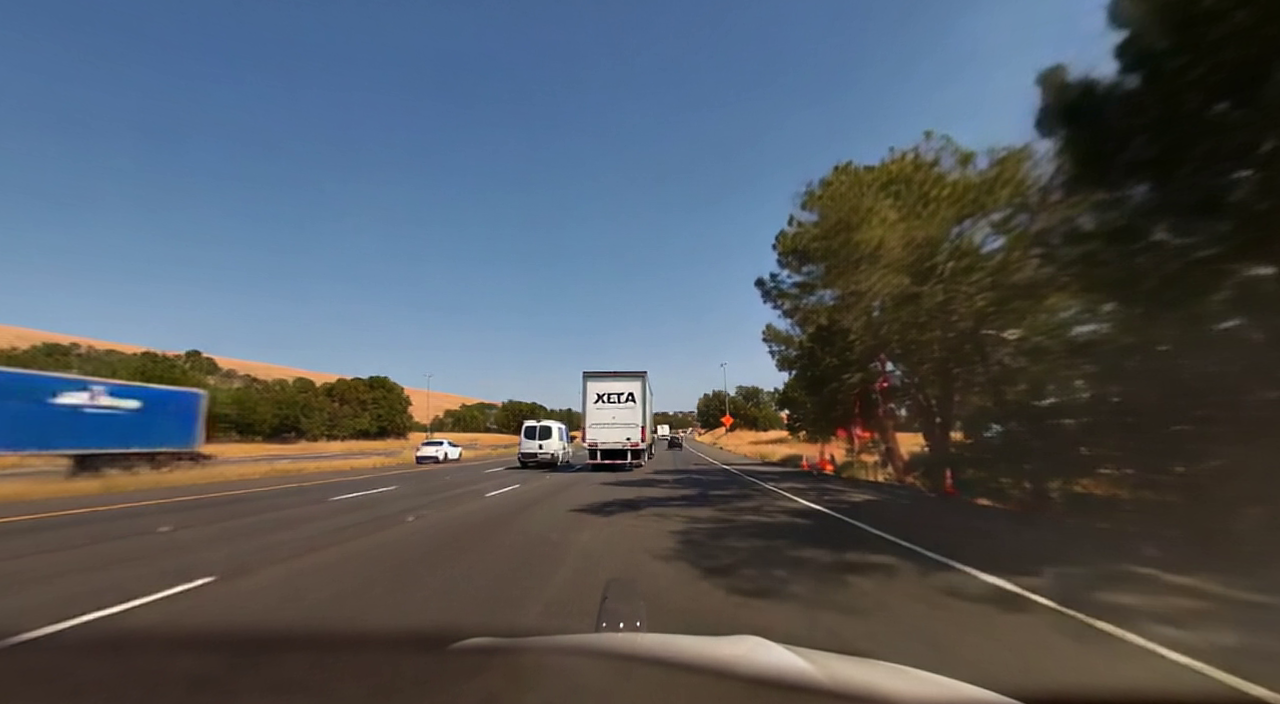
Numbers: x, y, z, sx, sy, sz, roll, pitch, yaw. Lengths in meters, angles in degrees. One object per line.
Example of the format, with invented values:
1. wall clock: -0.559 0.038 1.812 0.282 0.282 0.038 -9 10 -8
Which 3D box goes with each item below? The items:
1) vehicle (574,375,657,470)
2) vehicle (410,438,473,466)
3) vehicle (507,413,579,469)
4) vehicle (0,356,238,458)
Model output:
1. vehicle: -0.895 3.772 31.673 3.183 4.011 9.617 0 -9 3
2. vehicle: -11.572 5.854 37.035 1.901 1.487 4.622 0 -8 4
3. vehicle: -4.936 4.676 33.043 2.469 2.615 5.874 0 -8 3
4. vehicle: -26.370 2.961 30.217 2.987 3.968 15.784 0 -9 3
